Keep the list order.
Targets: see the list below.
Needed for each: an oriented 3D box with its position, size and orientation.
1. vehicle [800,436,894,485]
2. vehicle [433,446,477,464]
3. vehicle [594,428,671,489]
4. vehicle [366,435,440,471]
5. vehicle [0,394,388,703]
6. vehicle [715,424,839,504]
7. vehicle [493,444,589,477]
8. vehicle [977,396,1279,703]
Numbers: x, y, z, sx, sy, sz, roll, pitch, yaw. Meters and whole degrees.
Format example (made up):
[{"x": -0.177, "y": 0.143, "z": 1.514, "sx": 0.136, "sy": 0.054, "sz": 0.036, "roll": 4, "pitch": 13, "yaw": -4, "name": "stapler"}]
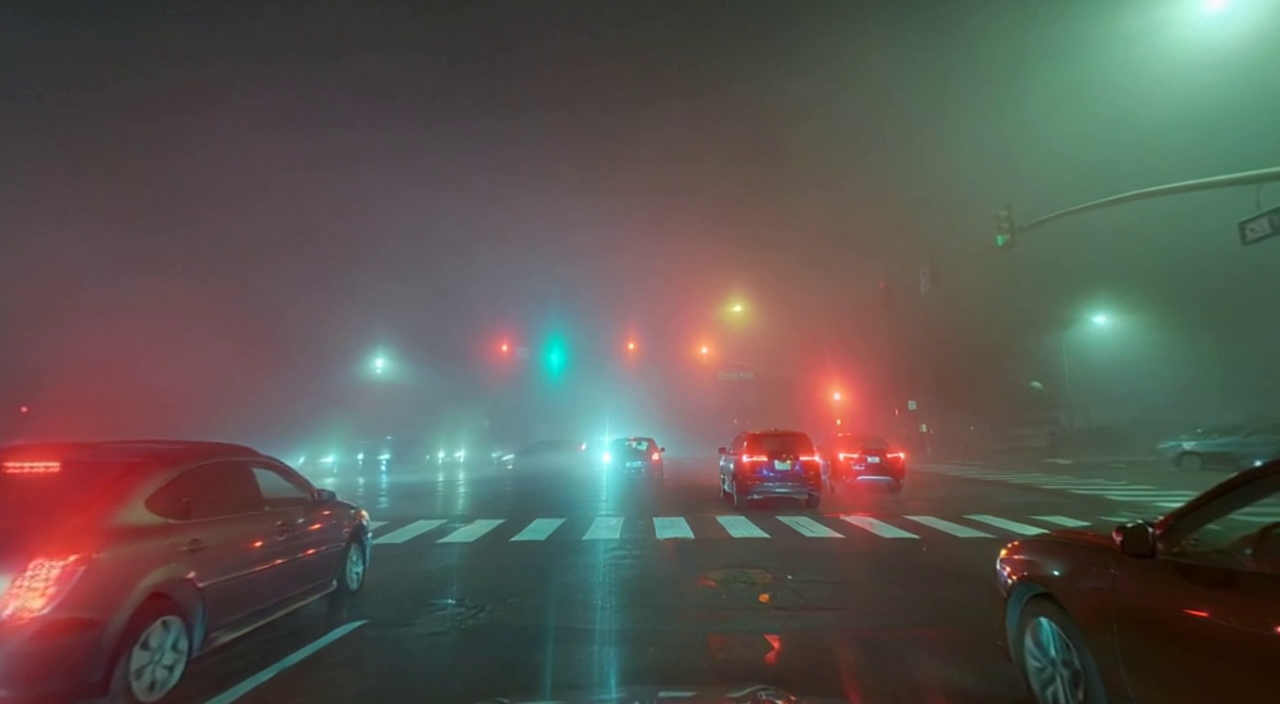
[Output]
[{"x": 6.717, "y": 3.548, "z": 20.950, "sx": 1.847, "sy": 1.432, "sz": 4.039, "roll": -1, "pitch": -8, "yaw": 2, "name": "vehicle"}, {"x": -14.026, "y": 7.816, "z": 48.039, "sx": 1.926, "sy": 1.325, "sz": 4.162, "roll": -1, "pitch": -8, "yaw": 3, "name": "vehicle"}, {"x": -0.202, "y": 3.377, "z": 20.320, "sx": 2.215, "sy": 1.749, "sz": 3.976, "roll": 0, "pitch": -8, "yaw": 1, "name": "vehicle"}, {"x": -13.991, "y": 5.957, "z": 37.559, "sx": 2.196, "sy": 1.961, "sz": 5.359, "roll": -1, "pitch": -8, "yaw": 1, "name": "vehicle"}, {"x": -3.560, "y": 1.162, "z": 4.166, "sx": 1.941, "sy": 1.492, "sz": 4.399, "roll": 0, "pitch": -8, "yaw": 0, "name": "vehicle"}, {"x": 3.230, "y": 2.748, "z": 15.954, "sx": 2.097, "sy": 1.707, "sz": 4.461, "roll": 0, "pitch": -8, "yaw": 0, "name": "vehicle"}, {"x": -4.366, "y": 4.832, "z": 28.213, "sx": 4.094, "sy": 1.328, "sz": 1.700, "roll": 0, "pitch": -8, "yaw": -4, "name": "vehicle"}, {"x": 3.094, "y": 0.826, "z": 1.725, "sx": 1.960, "sy": 1.460, "sz": 4.233, "roll": 0, "pitch": -8, "yaw": 0, "name": "vehicle"}]
